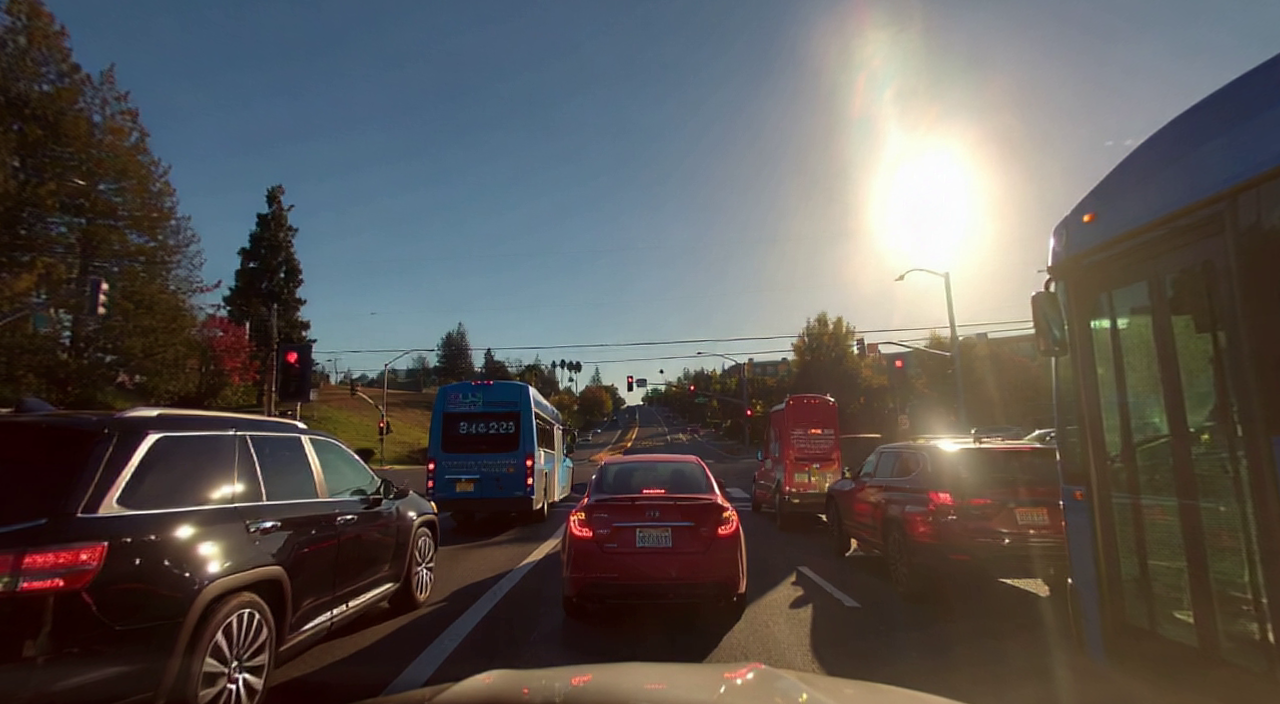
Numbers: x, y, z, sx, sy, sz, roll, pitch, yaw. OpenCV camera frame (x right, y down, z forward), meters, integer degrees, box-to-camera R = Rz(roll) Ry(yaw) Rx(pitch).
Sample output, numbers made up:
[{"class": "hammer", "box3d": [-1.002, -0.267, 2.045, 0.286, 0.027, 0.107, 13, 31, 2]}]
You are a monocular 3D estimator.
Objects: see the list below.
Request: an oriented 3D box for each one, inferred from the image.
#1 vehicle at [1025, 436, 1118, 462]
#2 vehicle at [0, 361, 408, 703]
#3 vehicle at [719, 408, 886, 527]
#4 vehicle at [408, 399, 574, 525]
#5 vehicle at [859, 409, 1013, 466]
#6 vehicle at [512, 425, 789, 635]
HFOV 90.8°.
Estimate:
[{"class": "vehicle", "box3d": [25.869, 5.824, 37.972, 4.229, 1.489, 1.794, 0, -8, -1]}, {"class": "vehicle", "box3d": [-3.411, 1.177, 4.618, 1.921, 1.701, 3.989, 0, -8, 0]}, {"class": "vehicle", "box3d": [3.153, 2.397, 13.666, 2.143, 2.036, 5.367, 0, -8, 0]}, {"class": "vehicle", "box3d": [-2.932, 2.352, 13.945, 2.335, 2.221, 5.165, 0, -8, 1]}, {"class": "vehicle", "box3d": [17.595, 5.130, 37.914, 7.839, 3.213, 2.628, 0, -8, -3]}, {"class": "vehicle", "box3d": [0.065, 1.548, 6.405, 1.976, 1.485, 3.624, 0, -8, 0]}]
